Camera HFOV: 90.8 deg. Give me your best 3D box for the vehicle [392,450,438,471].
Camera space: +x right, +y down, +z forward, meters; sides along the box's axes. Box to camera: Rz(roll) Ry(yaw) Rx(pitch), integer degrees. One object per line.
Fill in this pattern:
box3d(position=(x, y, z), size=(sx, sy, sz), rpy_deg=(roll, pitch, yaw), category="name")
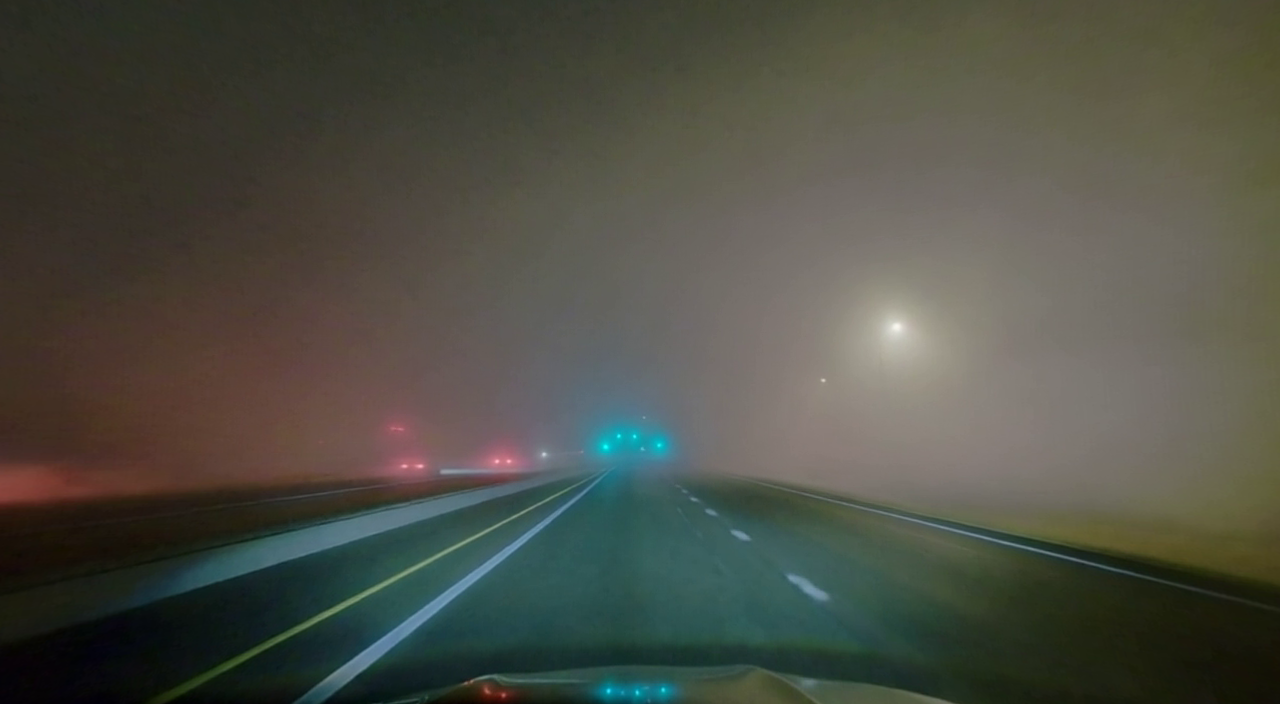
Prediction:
box3d(position=(-17.179, 8.293, 48.360), size=(1.955, 1.533, 4.097), rpy_deg=(0, -9, 0), category="vehicle")
